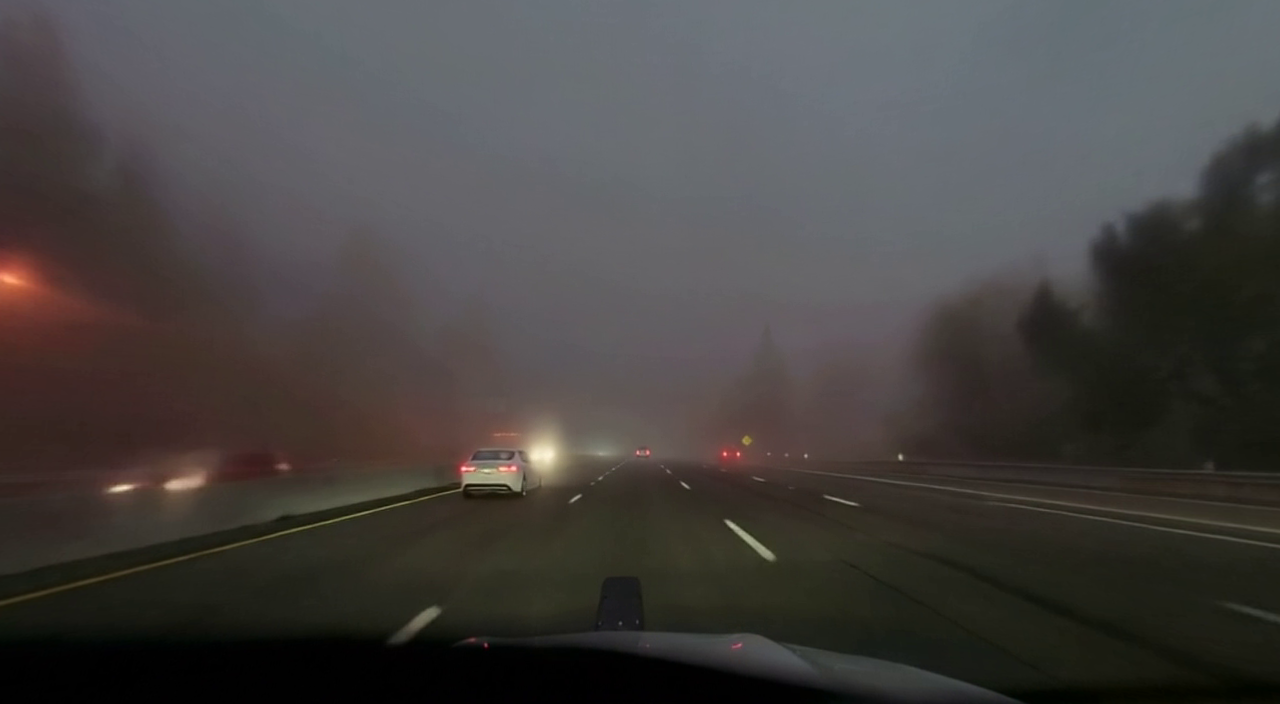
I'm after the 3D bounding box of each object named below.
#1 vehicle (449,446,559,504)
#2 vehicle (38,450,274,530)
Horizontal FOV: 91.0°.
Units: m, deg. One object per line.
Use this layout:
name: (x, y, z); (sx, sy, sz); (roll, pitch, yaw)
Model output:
vehicle: (-3.843, 3.575, 18.782); (2.162, 1.493, 4.583); (0, -9, 1)
vehicle: (-10.790, 3.053, 14.590); (1.884, 1.533, 4.449); (0, -9, 0)
